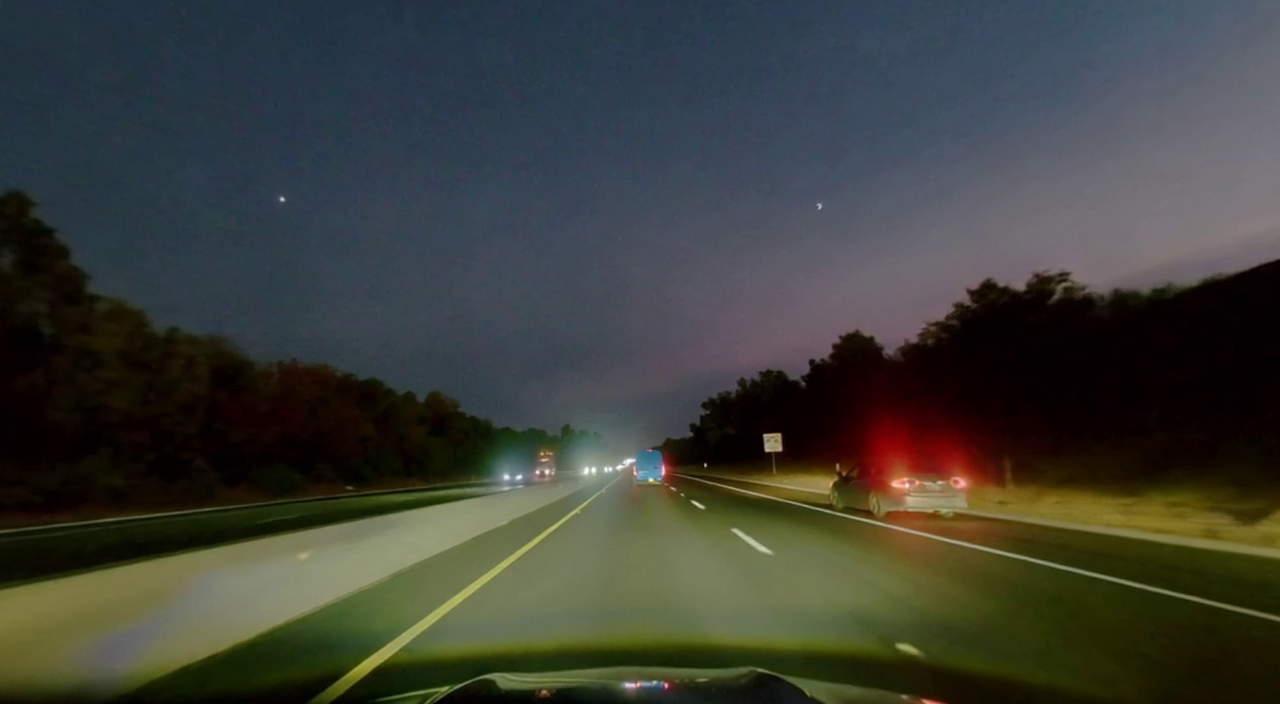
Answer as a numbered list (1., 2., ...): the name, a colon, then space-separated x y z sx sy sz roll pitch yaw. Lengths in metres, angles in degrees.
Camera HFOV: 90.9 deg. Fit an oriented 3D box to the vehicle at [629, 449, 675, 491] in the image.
1. vehicle: 0.620 6.783 36.234 2.429 2.167 4.558 1 -10 -2
